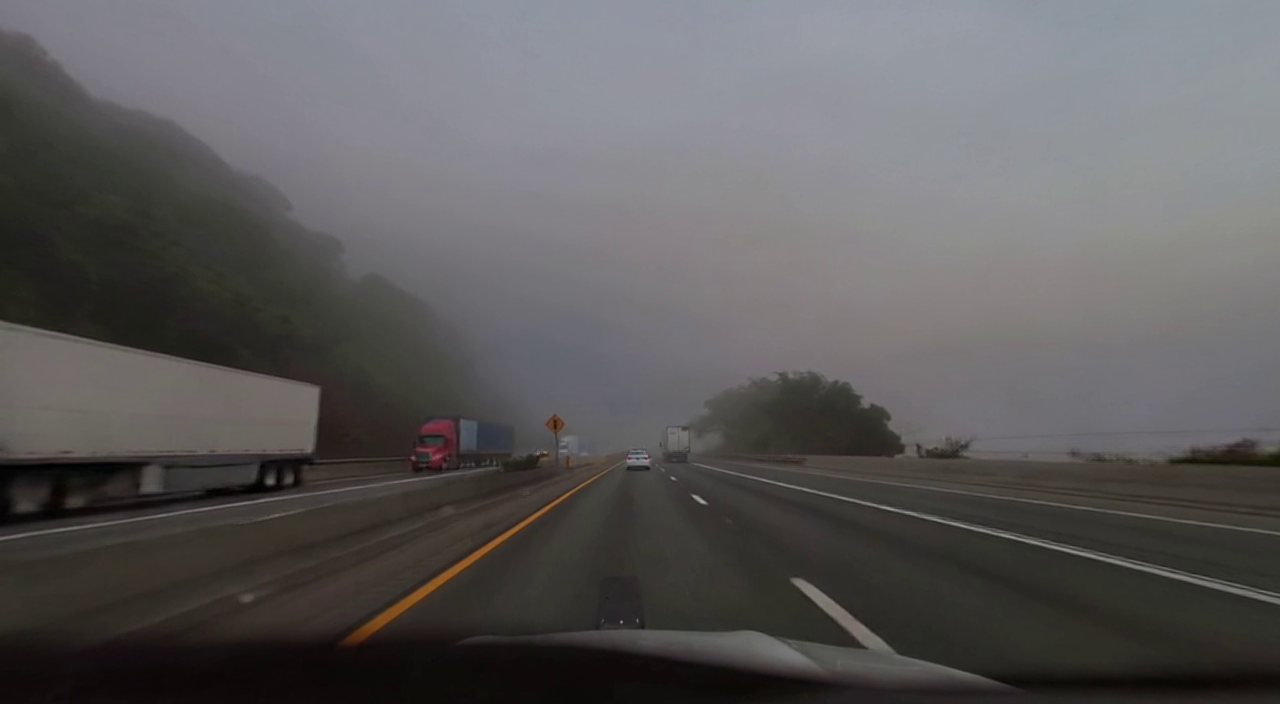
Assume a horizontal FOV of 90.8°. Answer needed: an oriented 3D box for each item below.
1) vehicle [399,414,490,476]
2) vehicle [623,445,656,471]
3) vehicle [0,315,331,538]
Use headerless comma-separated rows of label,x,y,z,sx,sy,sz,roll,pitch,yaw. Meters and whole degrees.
vehicle,-13.111,6.457,43.668,2.919,3.755,10.586,0,-9,0
vehicle,-0.031,7.158,42.908,2.137,1.689,4.051,0,-9,0
vehicle,-12.970,2.068,16.171,2.859,3.965,14.502,0,-9,-1
